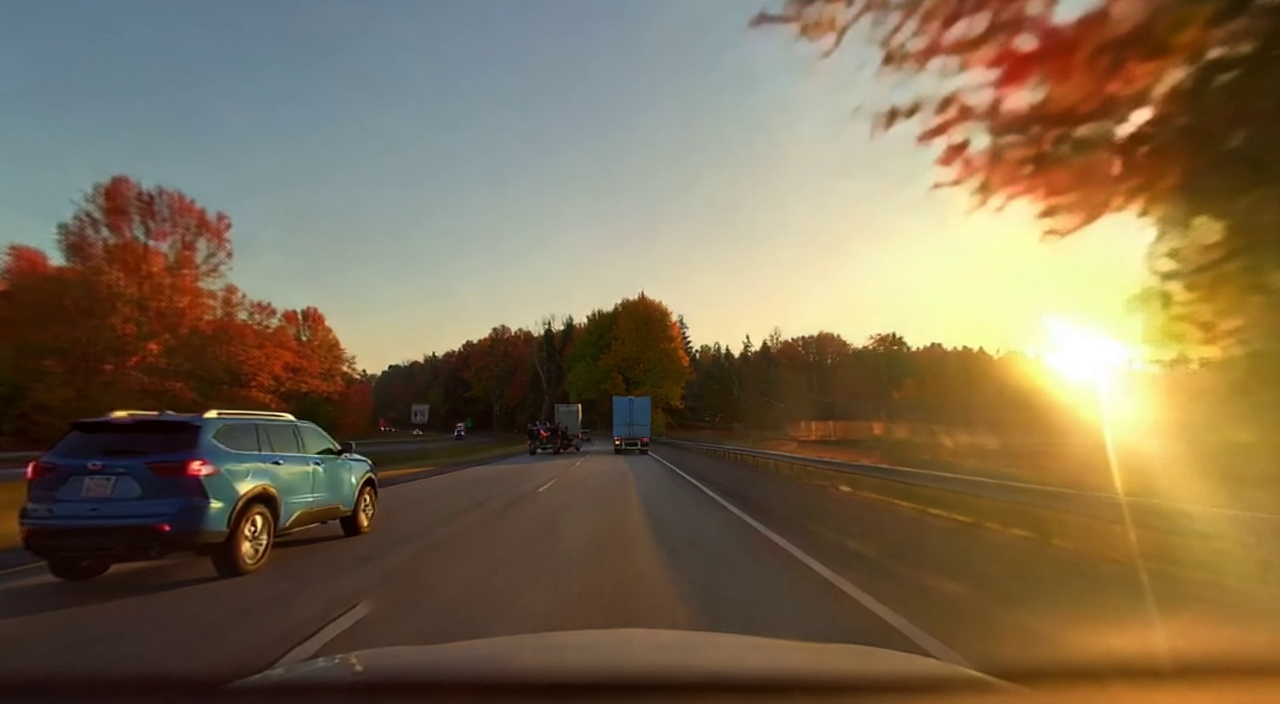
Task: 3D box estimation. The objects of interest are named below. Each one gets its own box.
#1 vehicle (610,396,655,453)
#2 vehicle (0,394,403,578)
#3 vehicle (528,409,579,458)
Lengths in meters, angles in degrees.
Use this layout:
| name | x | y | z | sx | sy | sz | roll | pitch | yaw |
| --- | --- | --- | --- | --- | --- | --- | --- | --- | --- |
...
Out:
| name | x | y | z | sx | sy | sz | roll | pitch | yaw |
| --- | --- | --- | --- | --- | --- | --- | --- | --- | --- |
| vehicle | -0.654 | 5.576 | 47.766 | 3.078 | 3.955 | 8.774 | 0 | -8 | -2 |
| vehicle | -4.956 | 1.526 | 8.067 | 2.089 | 1.669 | 4.515 | 0 | -8 | -1 |
| vehicle | -5.189 | 5.017 | 38.590 | 2.383 | 2.726 | 5.677 | 0 | -8 | -1 |
